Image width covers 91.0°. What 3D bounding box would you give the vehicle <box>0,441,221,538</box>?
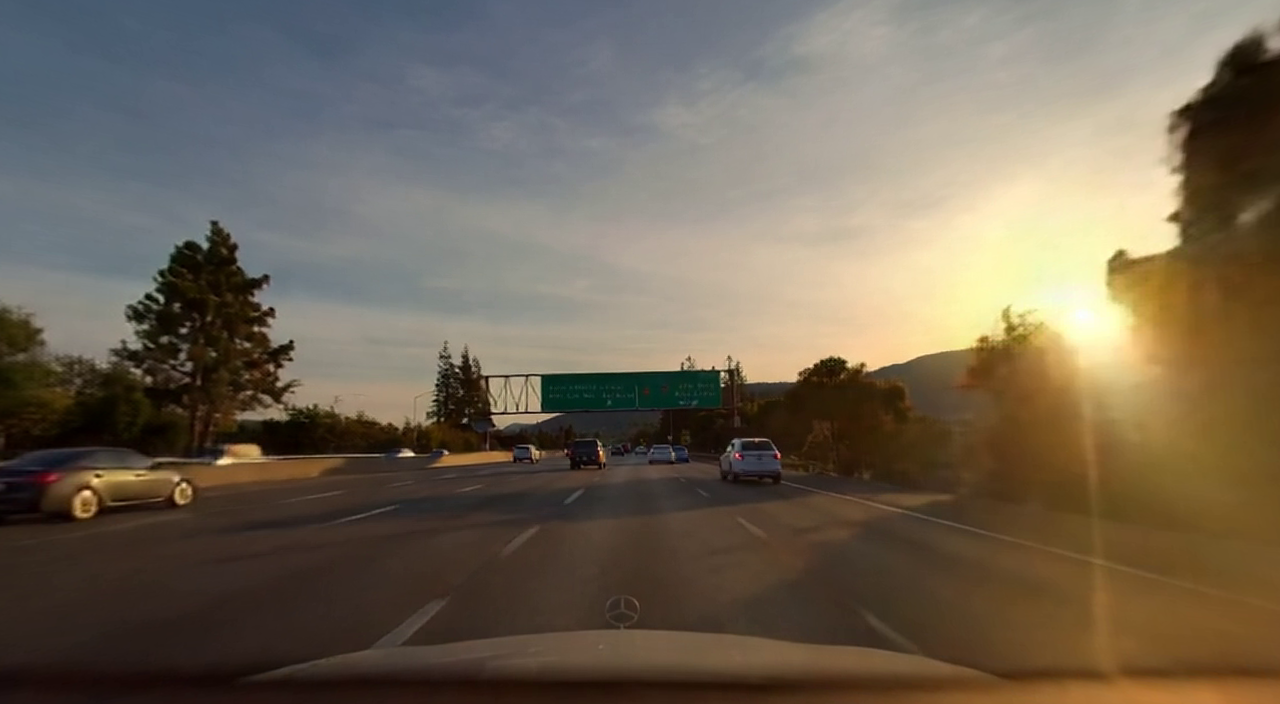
[{"bbox_3d":[-10.660,2.482,12.090,1.974,1.472,4.684,0,-9,0],"label":"vehicle"}]

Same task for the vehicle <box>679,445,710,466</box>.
[{"bbox_3d":[4.062,7.815,47.700,1.929,1.485,4.482,0,-9,0],"label":"vehicle"}]

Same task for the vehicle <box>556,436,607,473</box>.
[{"bbox_3d":[-3.292,5.952,36.687,2.449,1.929,5.503,0,-9,0],"label":"vehicle"}]

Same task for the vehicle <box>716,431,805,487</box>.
[{"bbox_3d":[4.189,3.817,22.799,2.218,1.776,4.807,0,-9,0],"label":"vehicle"}]

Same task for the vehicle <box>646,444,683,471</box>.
[{"bbox_3d":[1.446,6.382,38.312,2.126,1.529,4.438,-1,-9,1],"label":"vehicle"}]
